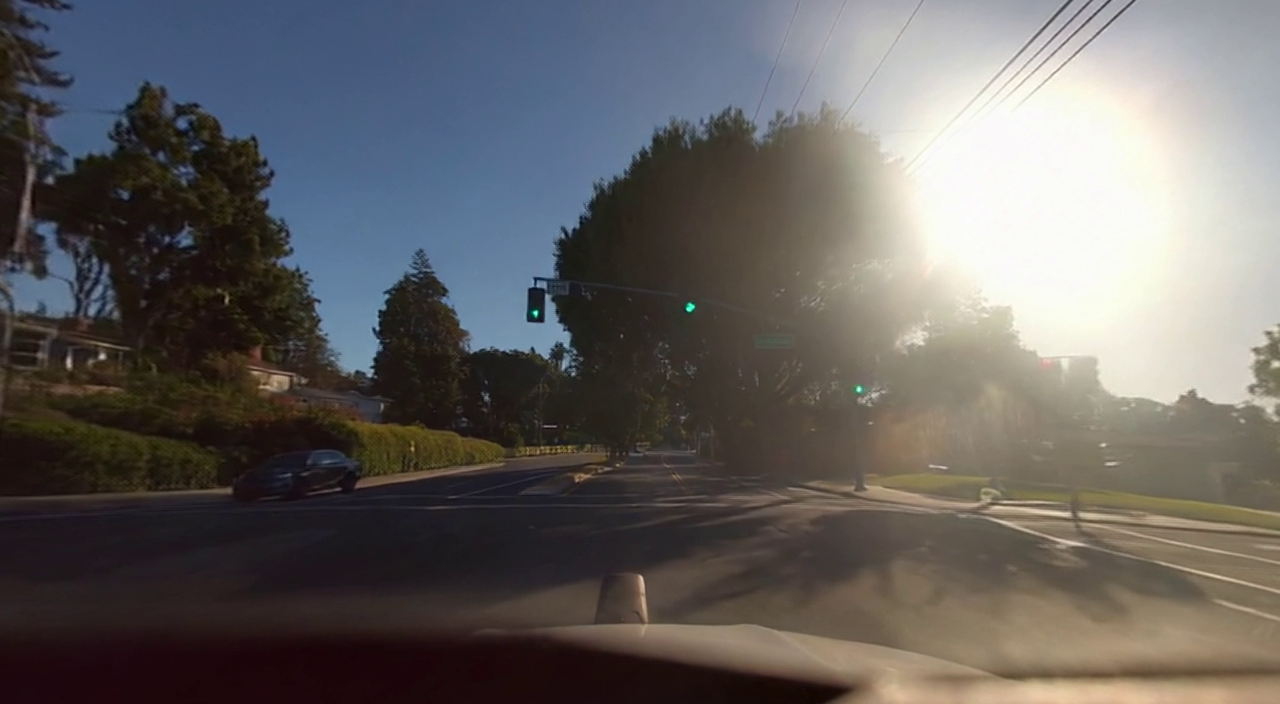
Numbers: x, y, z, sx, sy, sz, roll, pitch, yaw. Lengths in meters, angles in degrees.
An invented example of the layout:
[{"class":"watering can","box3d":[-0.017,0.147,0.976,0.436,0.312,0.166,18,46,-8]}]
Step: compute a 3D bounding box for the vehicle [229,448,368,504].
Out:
[{"class":"vehicle","box3d":[-10.465,3.794,19.778,1.983,1.482,4.190,0,-8,1]}]
